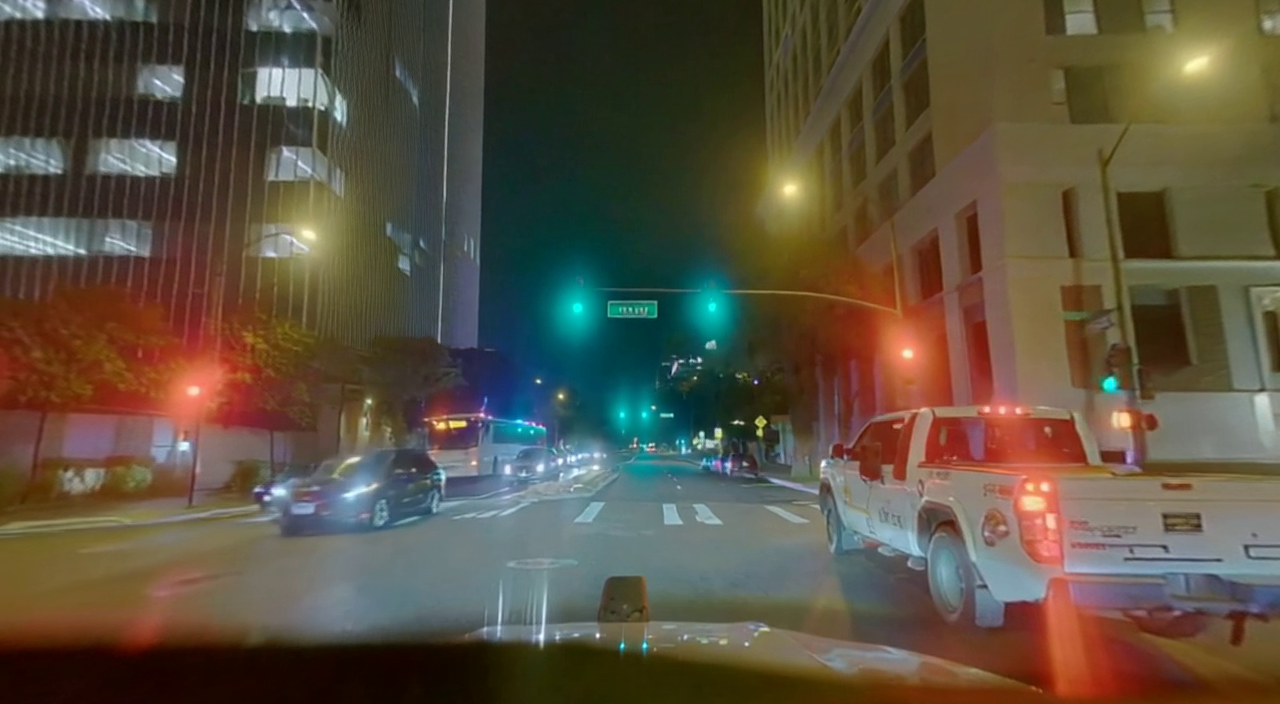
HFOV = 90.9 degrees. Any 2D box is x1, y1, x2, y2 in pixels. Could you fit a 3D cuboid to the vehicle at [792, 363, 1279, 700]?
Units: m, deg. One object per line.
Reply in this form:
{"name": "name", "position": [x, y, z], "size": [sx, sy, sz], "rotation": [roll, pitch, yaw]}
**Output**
{"name": "vehicle", "position": [3.279, 1.379, 6.261], "size": [2.118, 1.848, 5.426], "rotation": [0, -8, -1]}

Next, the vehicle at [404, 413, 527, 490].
{"name": "vehicle", "position": [-8.664, 5.171, 33.190], "size": [3.318, 3.359, 10.406], "rotation": [0, -8, 1]}

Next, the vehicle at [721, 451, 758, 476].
{"name": "vehicle", "position": [7.104, 7.999, 45.497], "size": [1.962, 1.617, 4.325], "rotation": [0, -8, 0]}

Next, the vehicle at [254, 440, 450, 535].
{"name": "vehicle", "position": [-5.603, 2.645, 12.976], "size": [1.997, 1.610, 4.144], "rotation": [0, -8, 1]}

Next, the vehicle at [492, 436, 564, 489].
{"name": "vehicle", "position": [-5.061, 5.058, 29.275], "size": [2.304, 2.208, 5.200], "rotation": [0, -8, 1]}
